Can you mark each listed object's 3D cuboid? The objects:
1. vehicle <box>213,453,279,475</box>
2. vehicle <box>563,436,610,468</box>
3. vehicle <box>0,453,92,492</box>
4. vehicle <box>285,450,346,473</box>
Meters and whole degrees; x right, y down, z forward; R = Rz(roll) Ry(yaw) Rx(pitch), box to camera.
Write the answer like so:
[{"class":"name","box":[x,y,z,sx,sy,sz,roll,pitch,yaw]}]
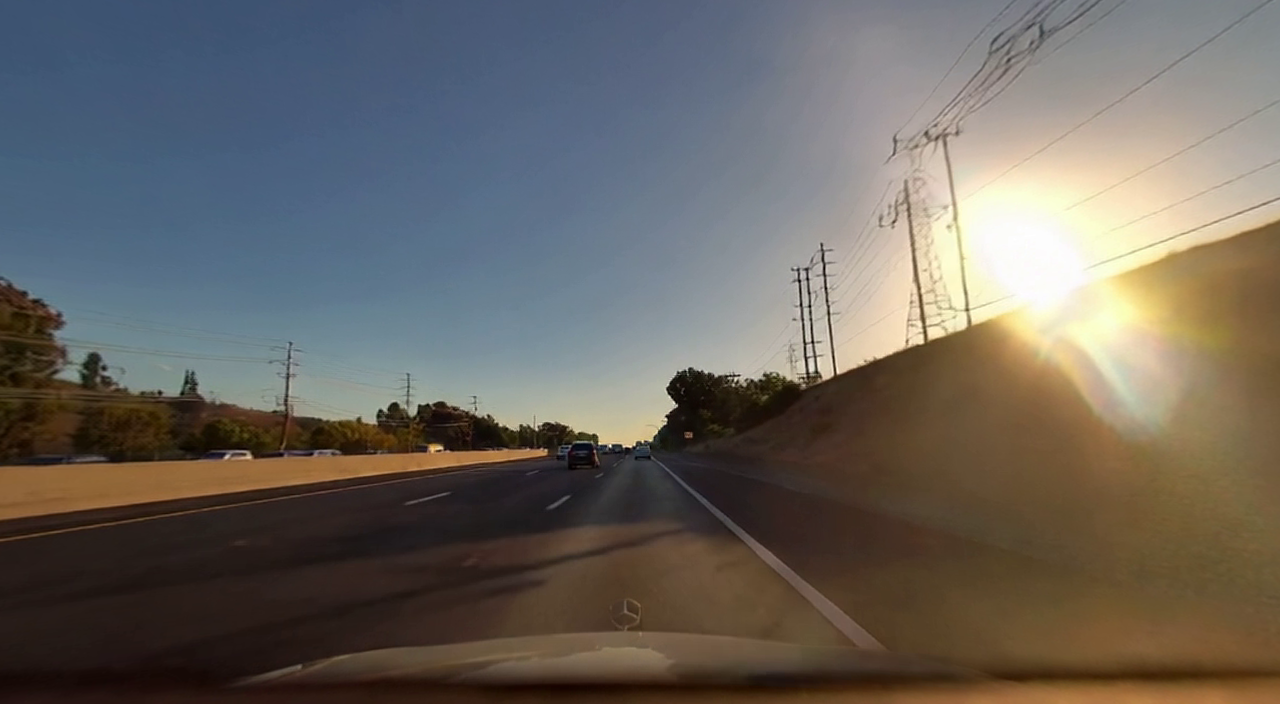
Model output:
[{"class":"vehicle","box":[-28.312,8.067,45.411,1.847,1.477,4.428,0,-9,1]},{"class":"vehicle","box":[-3.472,6.670,42.127,2.577,1.939,5.408,0,-9,1]},{"class":"vehicle","box":[-28.242,5.474,29.023,1.912,1.626,4.344,0,-9,1]},{"class":"vehicle","box":[-23.913,8.048,46.565,1.989,1.546,4.558,0,-9,1]}]
